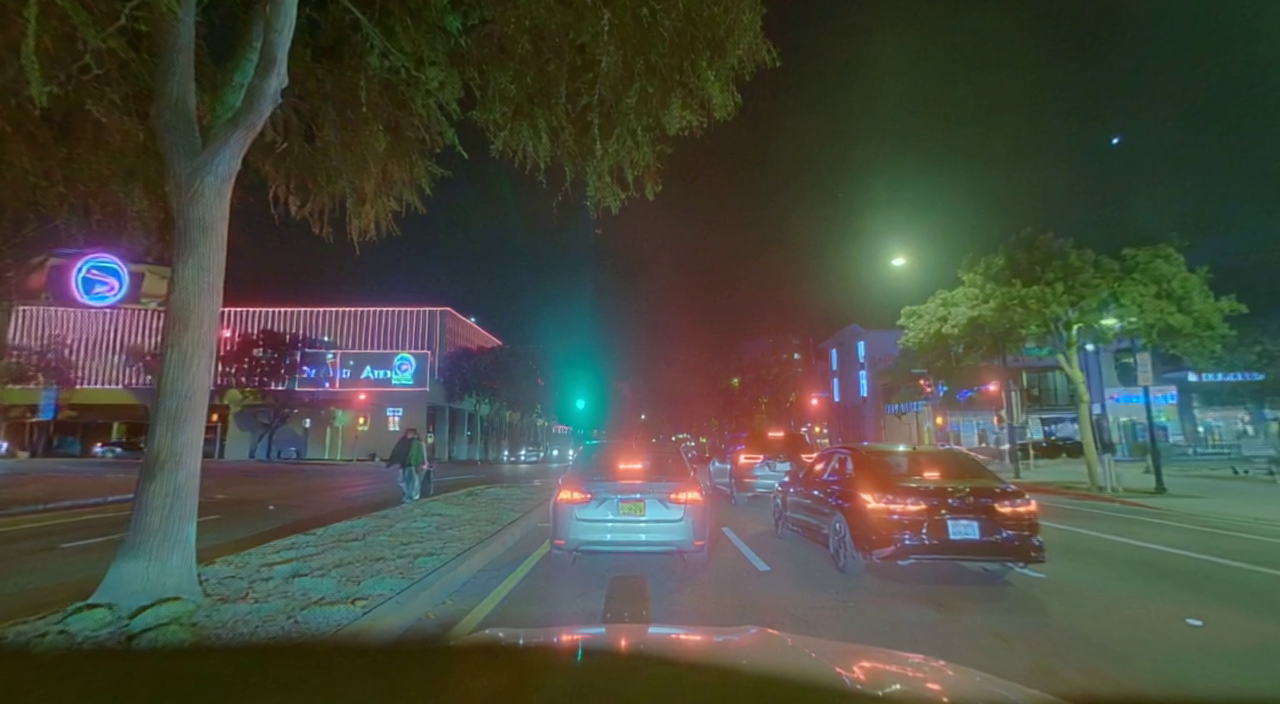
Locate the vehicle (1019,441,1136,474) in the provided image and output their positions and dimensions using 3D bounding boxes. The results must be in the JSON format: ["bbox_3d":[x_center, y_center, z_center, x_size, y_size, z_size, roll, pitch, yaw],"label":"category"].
[{"bbox_3d":[23.085,5.557,33.413,4.610,1.622,1.934,-1,-8,4],"label":"vehicle"}]

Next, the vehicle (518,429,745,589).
[{"bbox_3d":[-0.100,1.757,7.950,2.087,1.456,4.143,0,-8,-1],"label":"vehicle"}]

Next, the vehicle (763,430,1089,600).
[{"bbox_3d":[2.908,1.733,7.663,1.893,1.446,4.270,0,-8,-1],"label":"vehicle"}]
